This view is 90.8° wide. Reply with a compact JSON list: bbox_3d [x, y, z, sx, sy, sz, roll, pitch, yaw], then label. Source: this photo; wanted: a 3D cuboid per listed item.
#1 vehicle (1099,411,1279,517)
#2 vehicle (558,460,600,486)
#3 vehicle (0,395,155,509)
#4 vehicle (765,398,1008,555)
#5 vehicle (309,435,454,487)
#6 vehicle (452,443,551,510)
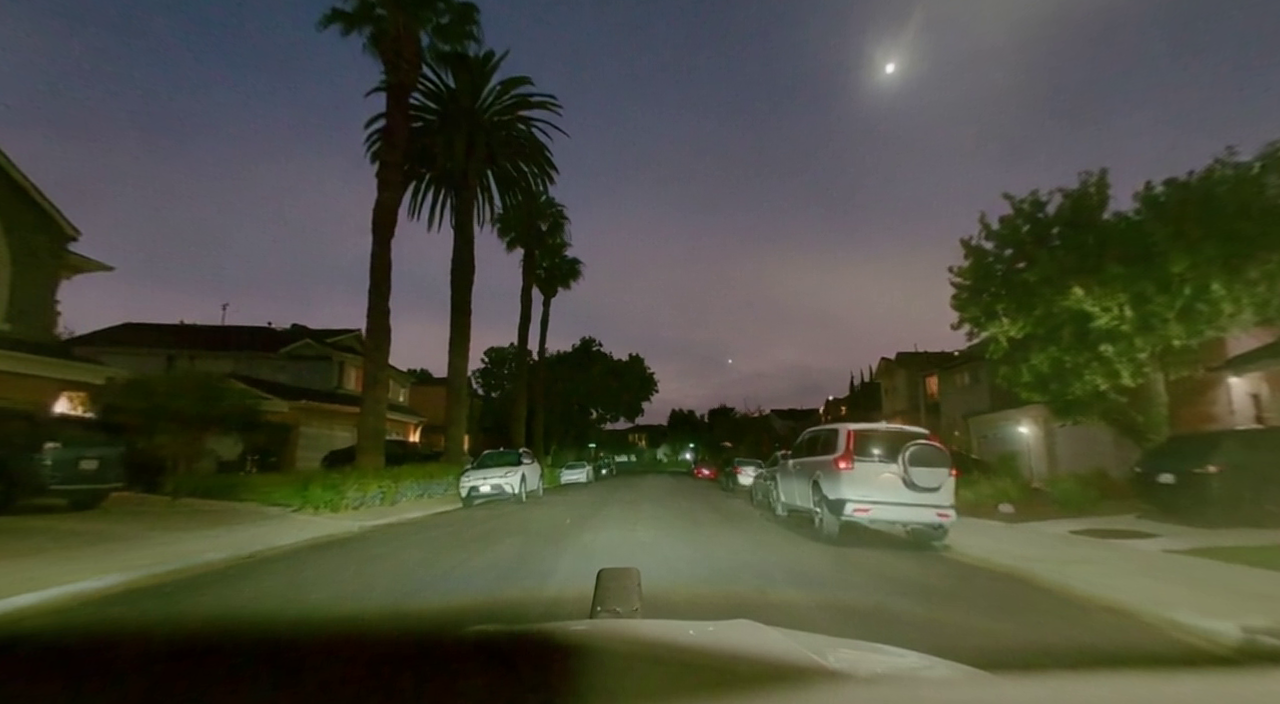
[{"bbox_3d":[10.376,1.752,9.996,4.643,1.520,1.826,-1,-9,4],"label":"vehicle"},{"bbox_3d":[-3.630,7.342,38.514,2.080,1.479,4.531,0,-10,0],"label":"vehicle"},{"bbox_3d":[-11.371,1.768,11.049,4.161,1.775,1.961,-2,-9,3],"label":"vehicle"},{"bbox_3d":[3.851,2.113,11.482,2.184,2.038,6.212,0,-9,3],"label":"vehicle"},{"bbox_3d":[-10.618,4.493,26.303,4.991,1.947,2.329,1,-8,0],"label":"vehicle"},{"bbox_3d":[-4.312,3.917,20.541,2.147,1.823,4.725,-1,-8,0],"label":"vehicle"}]
